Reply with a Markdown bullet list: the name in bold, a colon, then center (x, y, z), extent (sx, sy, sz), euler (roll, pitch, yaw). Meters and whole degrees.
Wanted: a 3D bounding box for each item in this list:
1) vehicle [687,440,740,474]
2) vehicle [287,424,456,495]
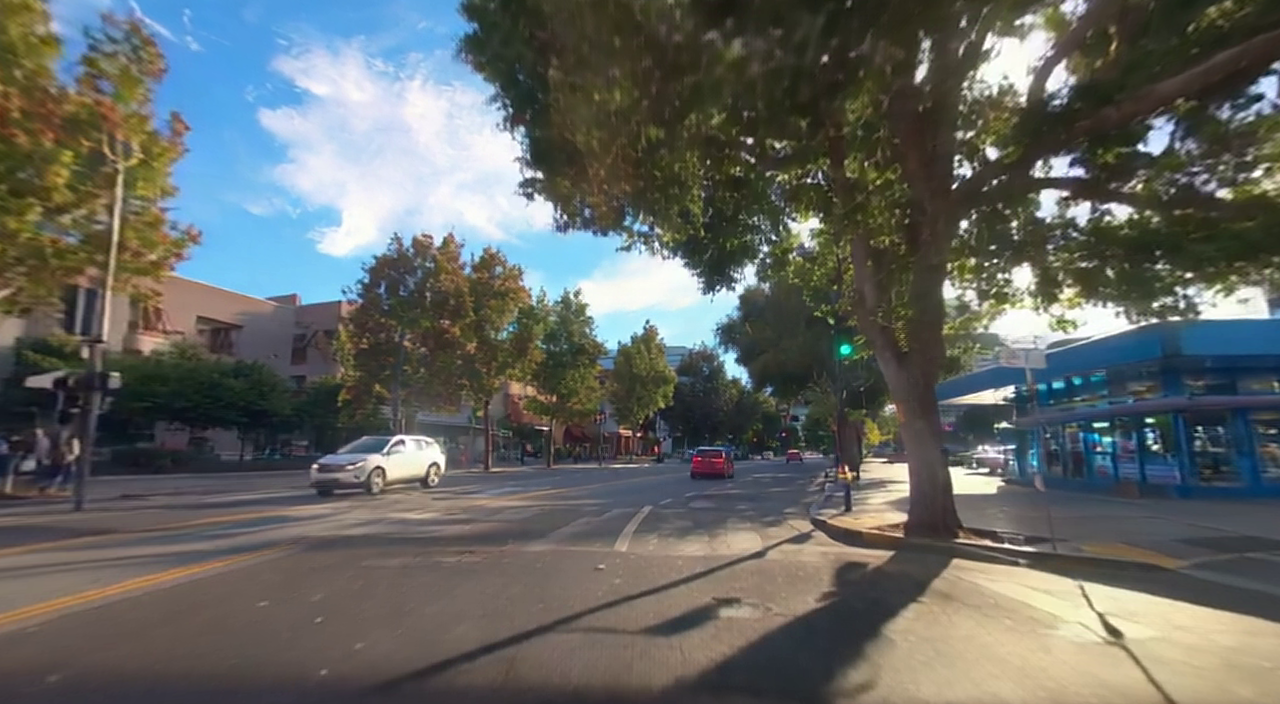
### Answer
- **vehicle**: center (4.162, 5.793, 34.984), extent (2.101, 1.721, 4.364), euler (-2, -9, 18)
- **vehicle**: center (-7.207, 2.950, 17.606), extent (2.017, 1.684, 4.483), euler (-1, -9, 13)
